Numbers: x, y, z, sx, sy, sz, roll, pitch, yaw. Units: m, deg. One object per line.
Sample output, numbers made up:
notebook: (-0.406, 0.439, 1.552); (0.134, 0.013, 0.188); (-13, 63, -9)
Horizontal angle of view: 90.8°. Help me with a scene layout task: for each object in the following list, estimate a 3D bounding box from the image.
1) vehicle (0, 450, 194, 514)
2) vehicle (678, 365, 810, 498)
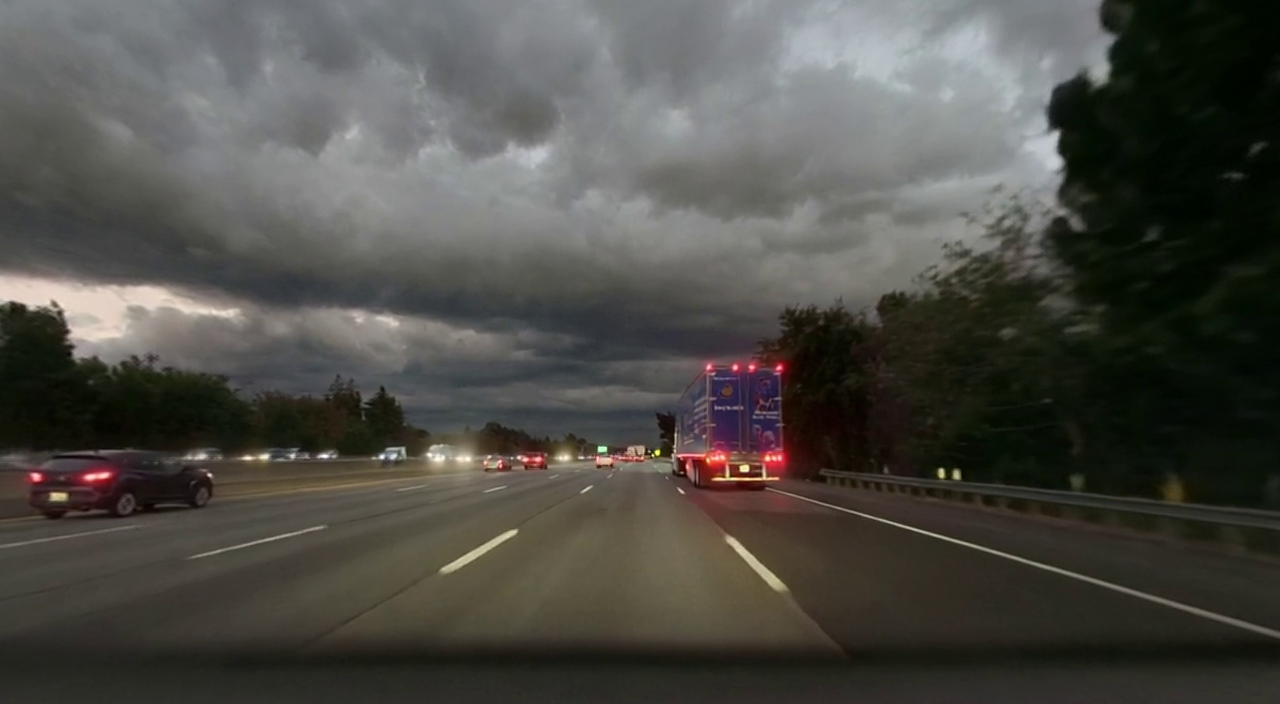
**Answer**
vehicle: (-14.905, 3.412, 17.201); (1.982, 1.471, 4.747); (0, -9, 1)
vehicle: (3.662, 3.655, 27.431); (3.140, 4.100, 15.551); (0, -9, 0)
